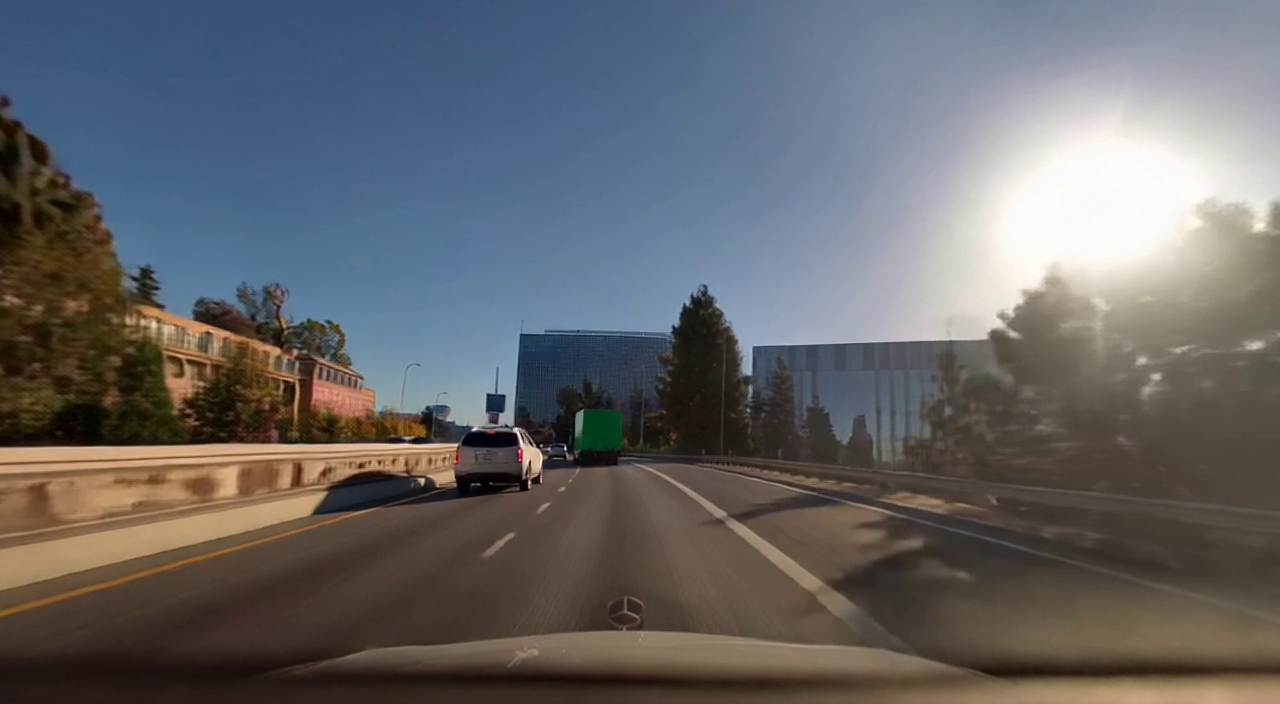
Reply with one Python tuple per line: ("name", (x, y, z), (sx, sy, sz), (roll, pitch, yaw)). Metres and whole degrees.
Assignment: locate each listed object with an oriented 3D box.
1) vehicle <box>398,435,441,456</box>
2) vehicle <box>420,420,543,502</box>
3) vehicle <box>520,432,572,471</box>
("vehicle", (-16.179, 6.885, 46.394), (1.829, 1.490, 4.148), (1, -9, -4))
("vehicle", (-3.755, 2.672, 15.804), (2.041, 1.734, 4.391), (1, -8, -1))
("vehicle", (-4.520, 4.880, 31.046), (2.044, 1.740, 4.361), (1, -9, -2))
